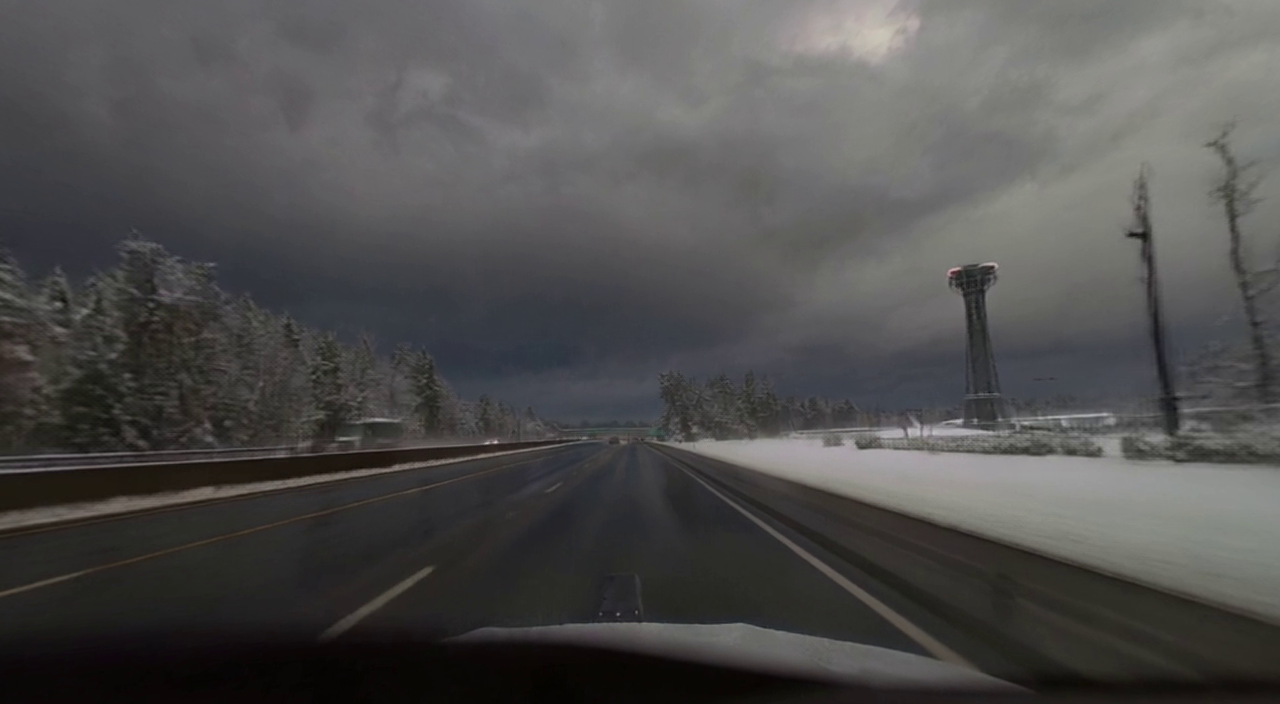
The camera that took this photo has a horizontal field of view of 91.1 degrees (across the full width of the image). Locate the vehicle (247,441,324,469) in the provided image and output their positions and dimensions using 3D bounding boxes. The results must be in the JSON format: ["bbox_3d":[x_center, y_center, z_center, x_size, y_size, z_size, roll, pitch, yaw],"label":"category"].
[{"bbox_3d":[-20.371,5.922,36.401,1.885,1.507,4.484,0,-8,-1],"label":"vehicle"}]
